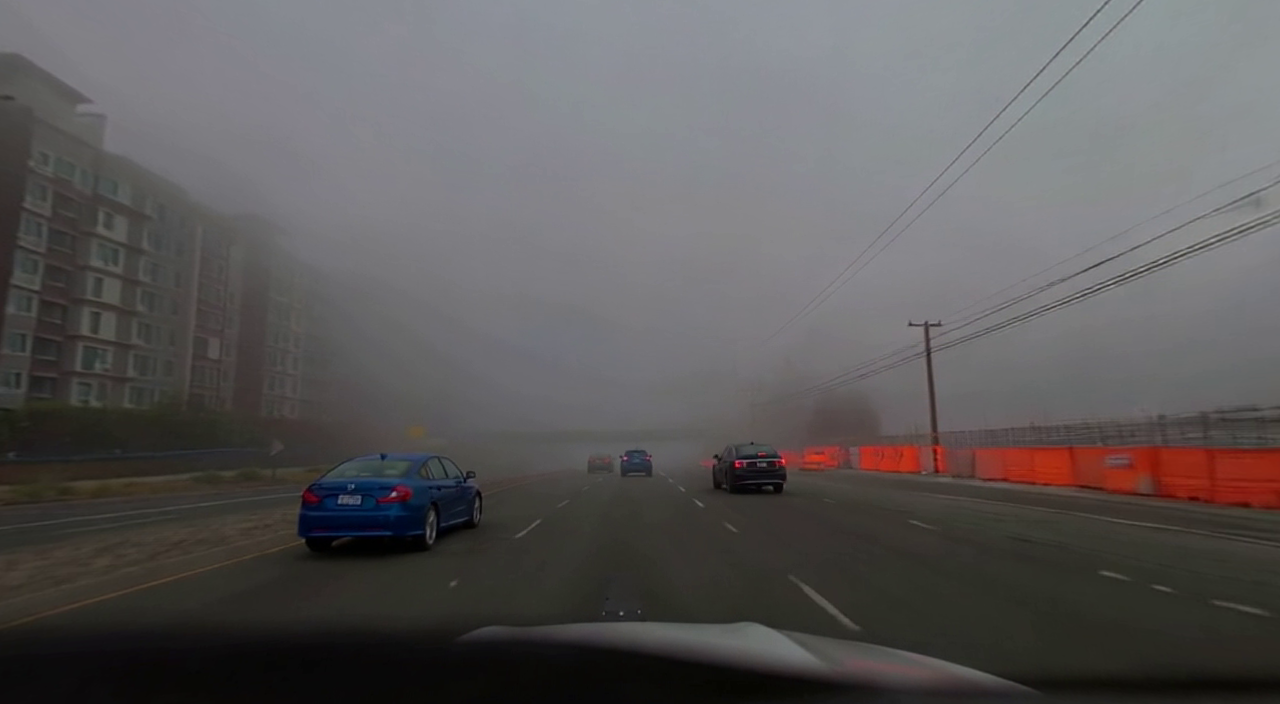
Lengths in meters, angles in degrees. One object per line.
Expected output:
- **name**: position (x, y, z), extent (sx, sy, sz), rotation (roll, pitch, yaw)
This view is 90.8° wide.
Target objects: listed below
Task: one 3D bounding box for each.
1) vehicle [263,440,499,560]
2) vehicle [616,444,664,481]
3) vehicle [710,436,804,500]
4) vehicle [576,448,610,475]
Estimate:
- **vehicle**: position (-3.715, 2.164, 10.047), extent (1.968, 1.473, 4.209), rotation (0, -8, 0)
- **vehicle**: position (-0.033, 5.585, 32.156), extent (2.291, 1.714, 4.217), rotation (0, -8, -1)
- **vehicle**: position (3.538, 3.590, 20.003), extent (2.029, 1.797, 4.218), rotation (0, -8, -2)
- **vehicle**: position (-3.476, 8.121, 47.176), extent (2.190, 1.832, 4.417), rotation (0, -8, 0)
